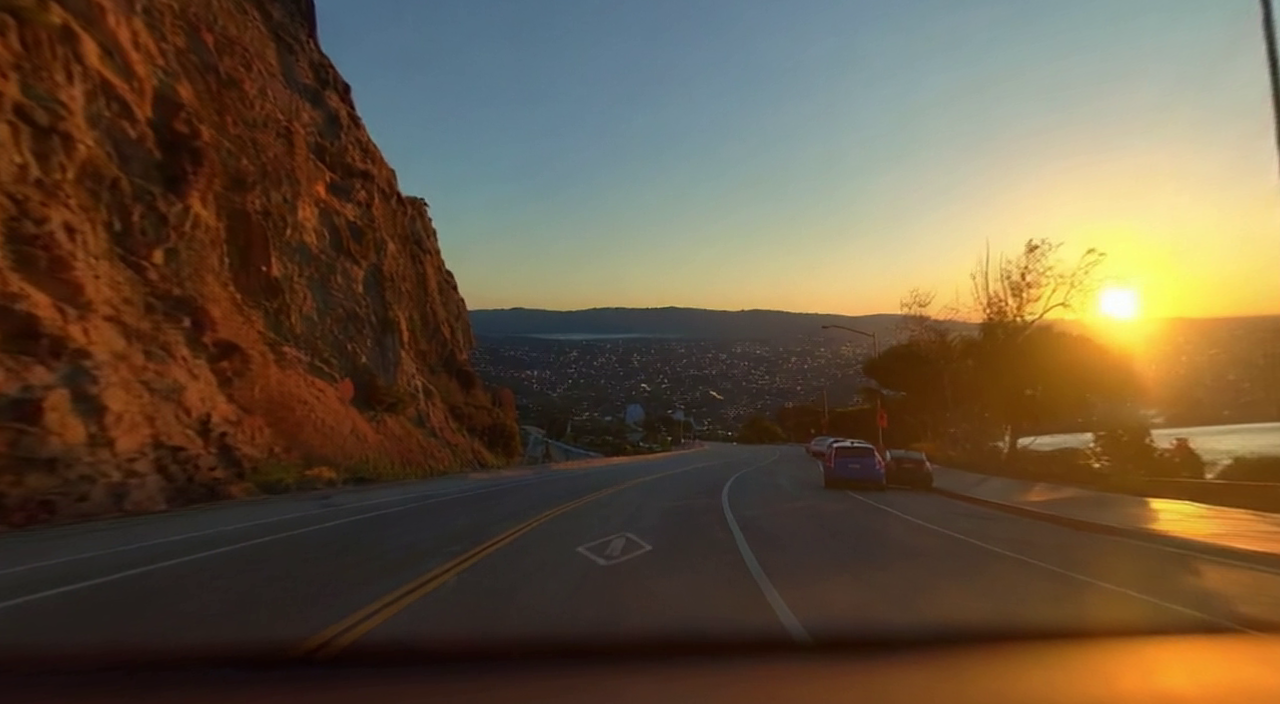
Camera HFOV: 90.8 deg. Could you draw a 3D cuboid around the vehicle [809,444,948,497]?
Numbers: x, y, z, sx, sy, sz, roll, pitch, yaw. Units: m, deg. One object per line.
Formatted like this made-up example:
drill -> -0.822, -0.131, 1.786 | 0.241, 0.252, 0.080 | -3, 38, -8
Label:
vehicle -> 8.441, 4.104, 22.242 | 4.963, 1.585, 2.155 | 7, -9, -35
